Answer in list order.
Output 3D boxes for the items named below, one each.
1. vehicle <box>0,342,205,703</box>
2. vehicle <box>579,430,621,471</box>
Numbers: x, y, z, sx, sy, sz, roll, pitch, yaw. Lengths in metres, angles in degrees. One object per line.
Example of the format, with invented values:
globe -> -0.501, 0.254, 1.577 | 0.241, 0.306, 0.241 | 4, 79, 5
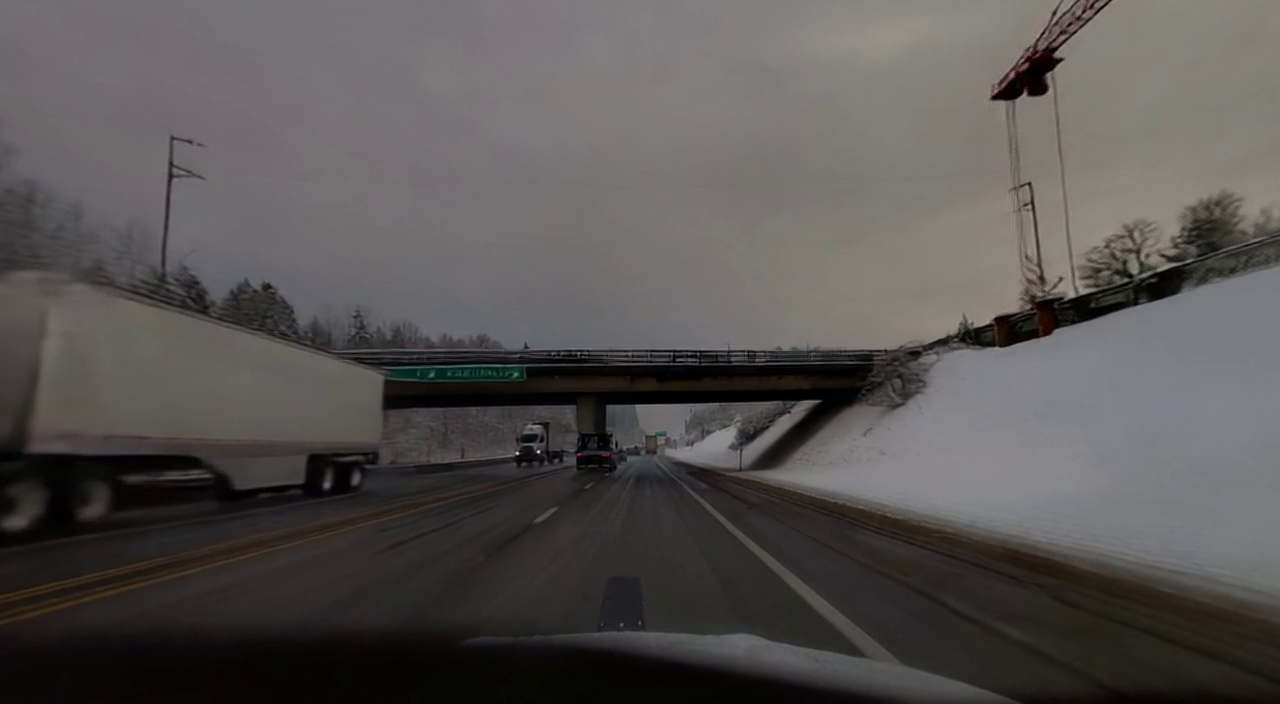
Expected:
vehicle -> -3.322, 0.640, 1.147 | 2.194, 1.648, 3.984 | 0, -9, -1
vehicle -> -2.803, 7.212, 46.272 | 2.565, 2.771, 6.641 | 0, -9, 1
